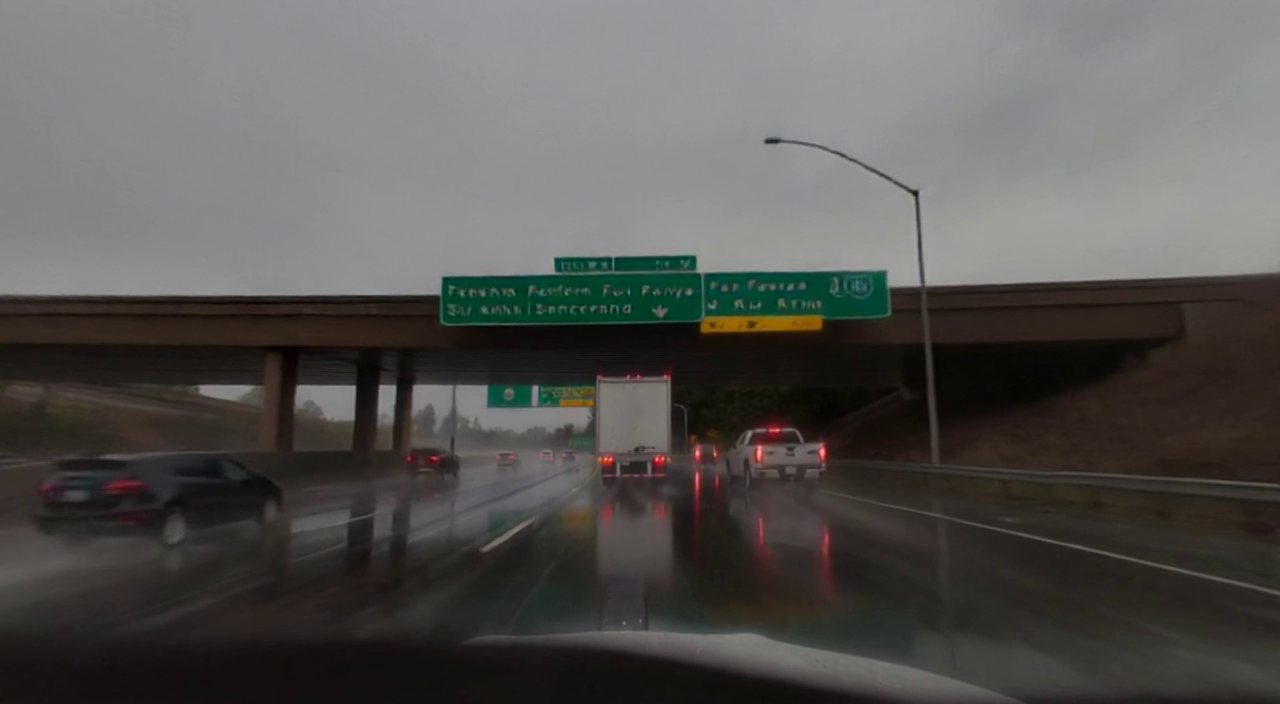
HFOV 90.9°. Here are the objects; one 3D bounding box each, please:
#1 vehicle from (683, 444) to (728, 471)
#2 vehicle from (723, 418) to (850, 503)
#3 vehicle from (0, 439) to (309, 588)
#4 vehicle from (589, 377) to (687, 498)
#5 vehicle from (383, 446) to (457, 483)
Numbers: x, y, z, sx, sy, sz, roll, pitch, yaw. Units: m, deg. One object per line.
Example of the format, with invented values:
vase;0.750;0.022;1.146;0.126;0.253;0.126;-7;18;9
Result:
vehicle;4.017;6.564;39.398;2.108;1.508;4.744;0;-9;-2
vehicle;3.781;2.942;17.389;2.174;1.968;5.016;0;-9;-1
vehicle;-6.996;2.046;8.949;2.057;1.506;4.829;0;-9;-1
vehicle;-0.206;3.383;24.338;2.916;3.584;10.841;0;-9;-1
vehicle;-11.287;5.782;32.826;2.119;1.747;5.121;0;-9;-1
